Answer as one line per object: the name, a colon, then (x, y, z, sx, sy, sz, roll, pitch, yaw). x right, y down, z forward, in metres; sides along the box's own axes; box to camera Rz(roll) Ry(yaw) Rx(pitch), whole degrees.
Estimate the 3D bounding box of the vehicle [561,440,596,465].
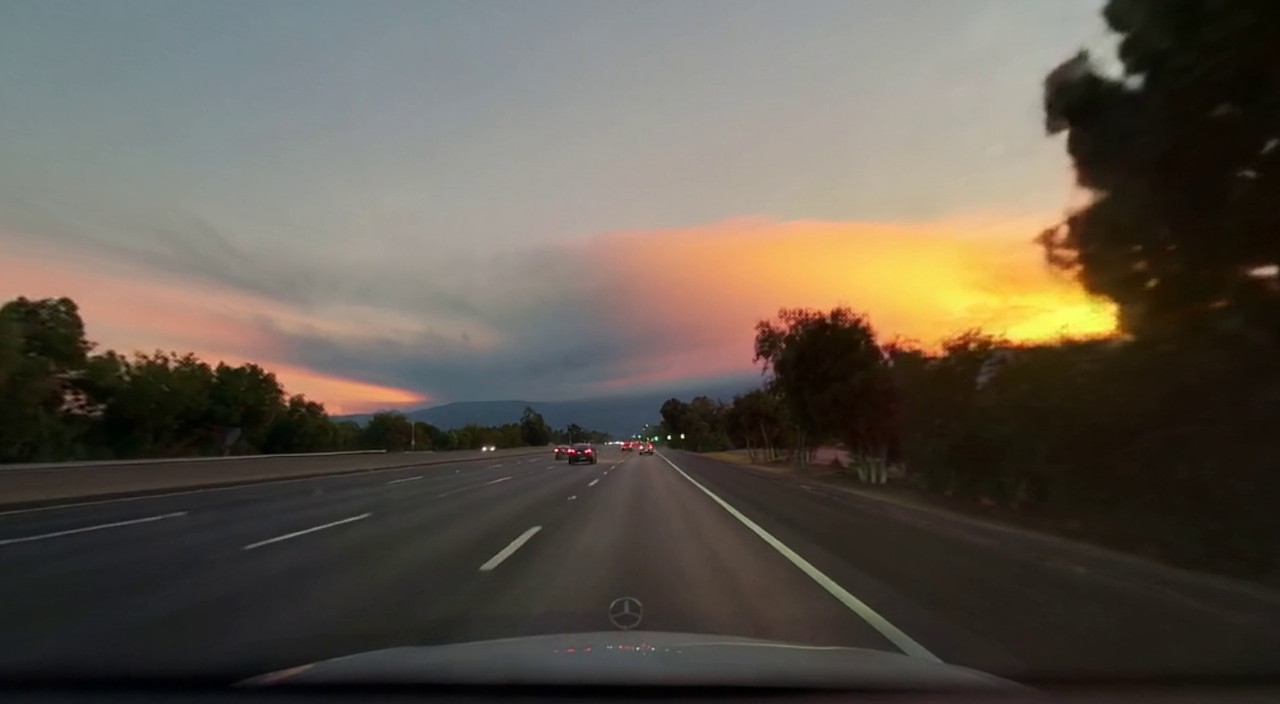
vehicle: (-3.804, 6.336, 39.790, 1.786, 1.488, 4.023, 0, -8, 1)
